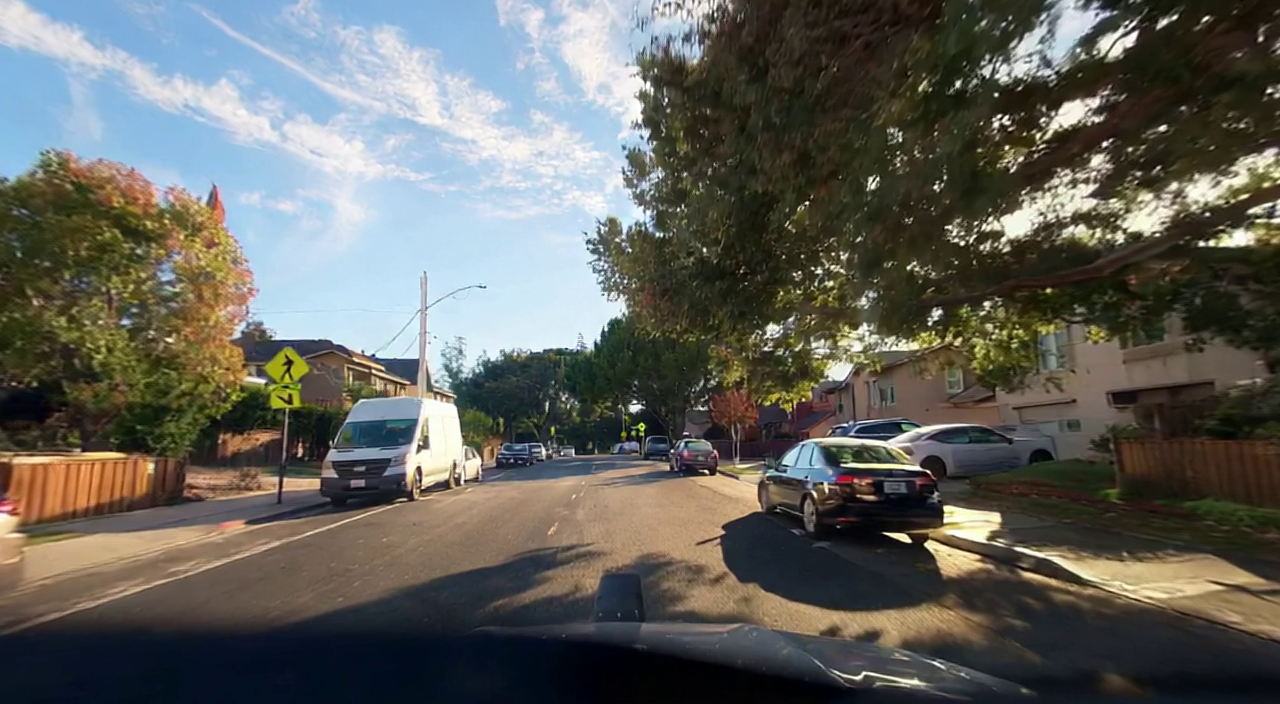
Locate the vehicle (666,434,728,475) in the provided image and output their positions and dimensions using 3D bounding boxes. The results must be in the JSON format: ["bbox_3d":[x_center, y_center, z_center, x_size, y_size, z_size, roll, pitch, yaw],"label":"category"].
[{"bbox_3d":[2.318,4.286,26.824,1.875,1.568,4.899,0,-8,-3],"label":"vehicle"}]

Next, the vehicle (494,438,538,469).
[{"bbox_3d":[-7.125,5.863,36.783,1.972,1.502,5.530,1,-7,-5],"label":"vehicle"}]

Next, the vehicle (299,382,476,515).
[{"bbox_3d":[-5.964,2.369,15.977,2.270,2.706,5.871,1,-8,-3],"label":"vehicle"}]

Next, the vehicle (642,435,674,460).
[{"bbox_3d":[1.213,6.827,45.237,1.997,1.663,4.544,0,-8,-2],"label":"vehicle"}]

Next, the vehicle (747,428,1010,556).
[{"bbox_3d":[3.282,1.978,9.886,1.972,1.492,4.506,0,-8,-6],"label":"vehicle"}]
